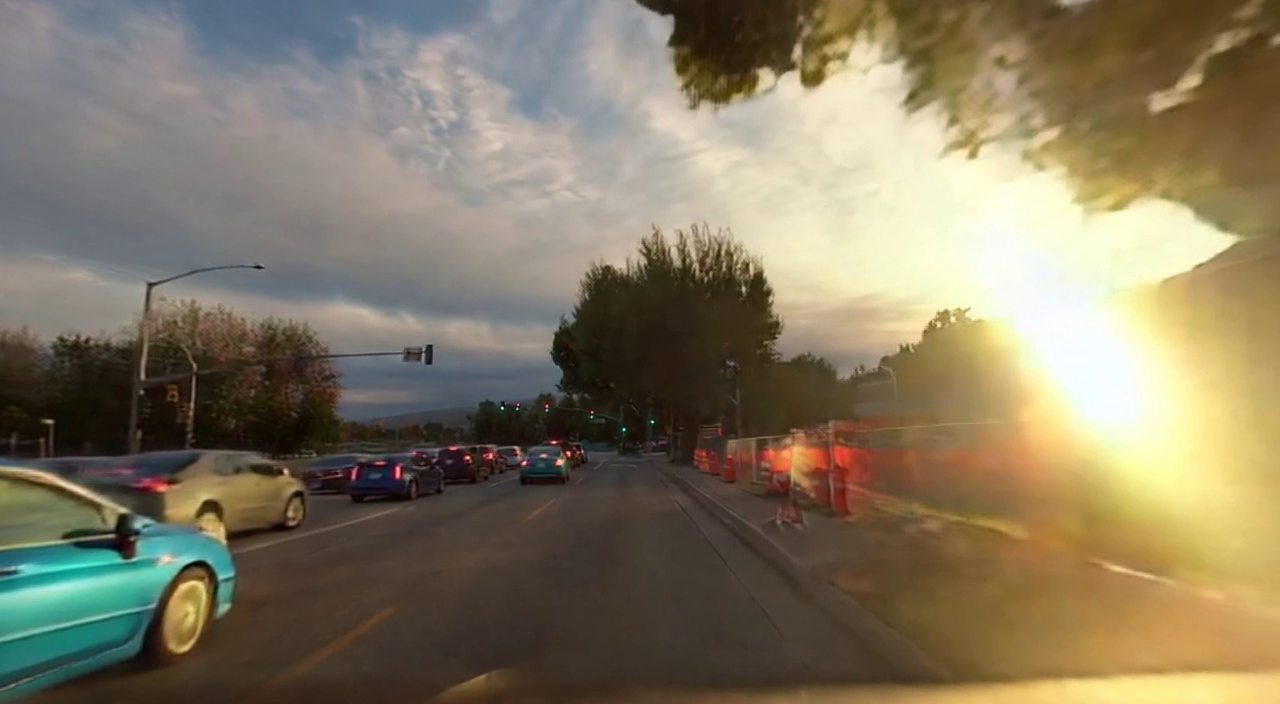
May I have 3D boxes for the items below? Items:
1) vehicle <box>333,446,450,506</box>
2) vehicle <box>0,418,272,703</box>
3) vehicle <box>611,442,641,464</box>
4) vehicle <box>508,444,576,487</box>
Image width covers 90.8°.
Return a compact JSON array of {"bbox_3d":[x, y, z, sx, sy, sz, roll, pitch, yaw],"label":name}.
[{"bbox_3d":[-7.364,3.680,19.231,1.900,1.507,4.285,-3,-9,-1],"label":"vehicle"},{"bbox_3d":[-3.864,1.035,2.512,2.026,1.497,4.577,-2,-9,1],"label":"vehicle"},{"bbox_3d":[-1.026,7.566,47.335,2.183,1.506,4.286,0,-9,-1],"label":"vehicle"},{"bbox_3d":[-3.660,4.315,24.352,2.042,1.441,4.172,-1,-9,-1],"label":"vehicle"}]
